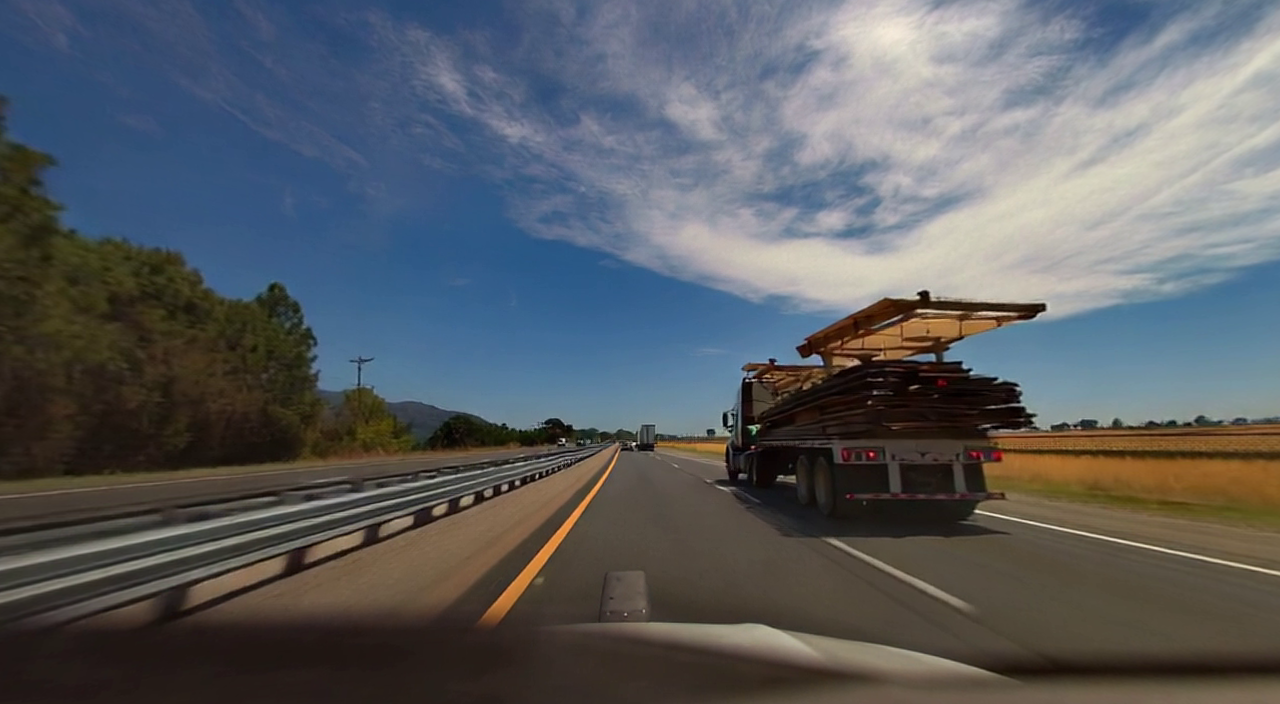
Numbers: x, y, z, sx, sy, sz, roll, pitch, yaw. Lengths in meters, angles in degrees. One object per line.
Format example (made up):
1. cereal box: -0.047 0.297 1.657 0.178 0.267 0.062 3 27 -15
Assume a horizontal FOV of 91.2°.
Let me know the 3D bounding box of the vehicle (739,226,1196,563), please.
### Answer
1. vehicle: 4.890 1.465 14.418 2.914 4.000 14.078 0 -8 0
